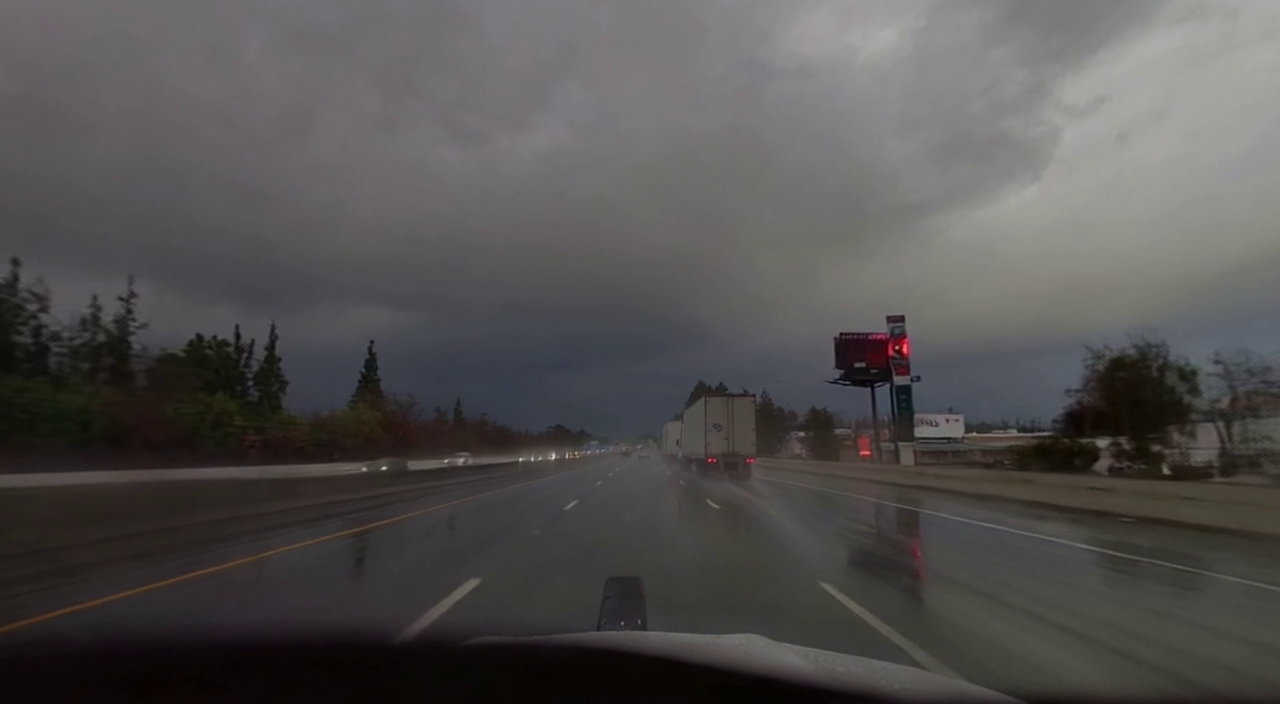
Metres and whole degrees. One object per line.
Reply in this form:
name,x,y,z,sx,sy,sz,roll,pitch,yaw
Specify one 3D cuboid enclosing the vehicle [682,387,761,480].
vehicle,4.268,4.846,36.367,2.826,4.269,14.176,0,-9,1
